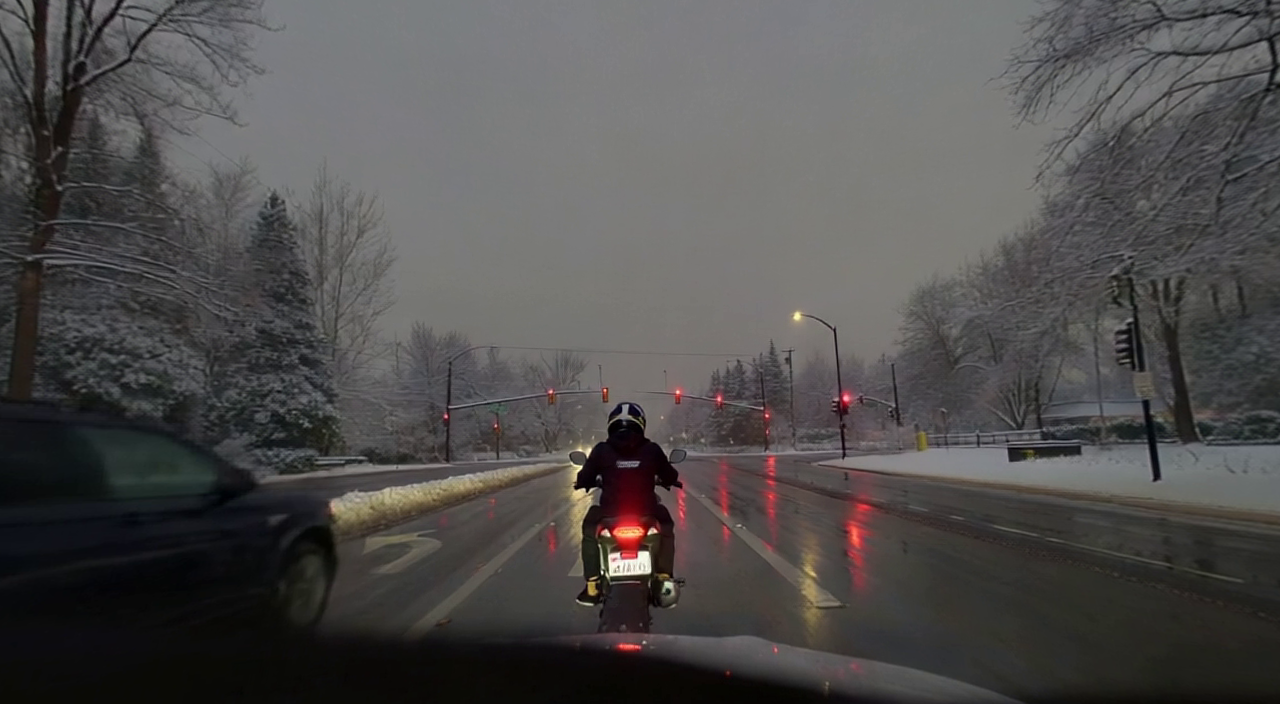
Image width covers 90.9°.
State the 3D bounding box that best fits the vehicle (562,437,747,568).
[{"bbox_3d":[0.124,2.028,9.422,2.093,1.450,4.437,0,-8,-1],"label":"vehicle"}]

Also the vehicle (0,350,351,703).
[{"bbox_3d":[-3.309,0.852,2.393,2.056,1.647,5.045,0,-8,0],"label":"vehicle"}]
